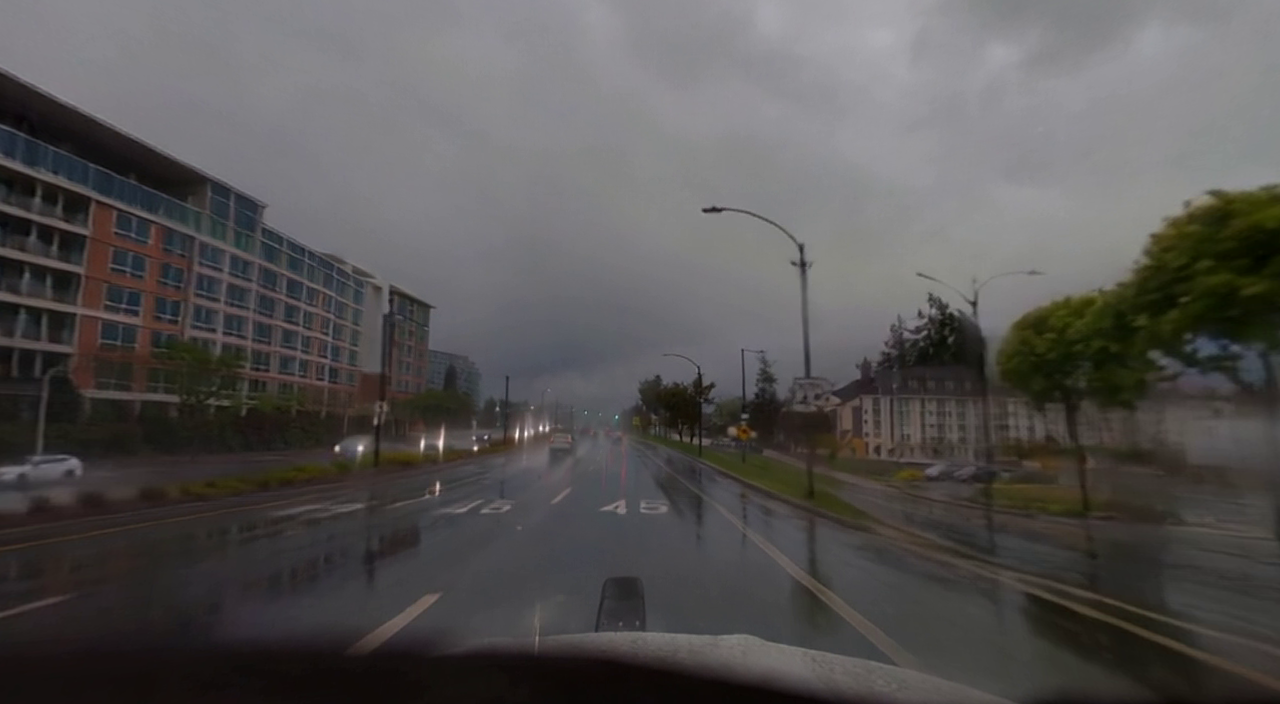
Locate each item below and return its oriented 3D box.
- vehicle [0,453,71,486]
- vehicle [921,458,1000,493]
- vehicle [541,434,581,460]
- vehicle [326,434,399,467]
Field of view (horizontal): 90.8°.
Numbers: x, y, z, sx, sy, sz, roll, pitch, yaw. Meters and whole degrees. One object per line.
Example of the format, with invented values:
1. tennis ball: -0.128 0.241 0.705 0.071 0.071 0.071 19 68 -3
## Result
1. vehicle: -32.832 6.209 33.553 1.724 1.409 3.666 0 -6 3
2. vehicle: 23.466 9.067 46.386 4.619 1.807 2.224 6 -16 4
3. vehicle: -4.811 5.872 39.041 2.025 1.474 4.292 1 -8 -1
4. vehicle: -15.612 5.545 35.830 1.972 1.715 4.521 0 -8 1
